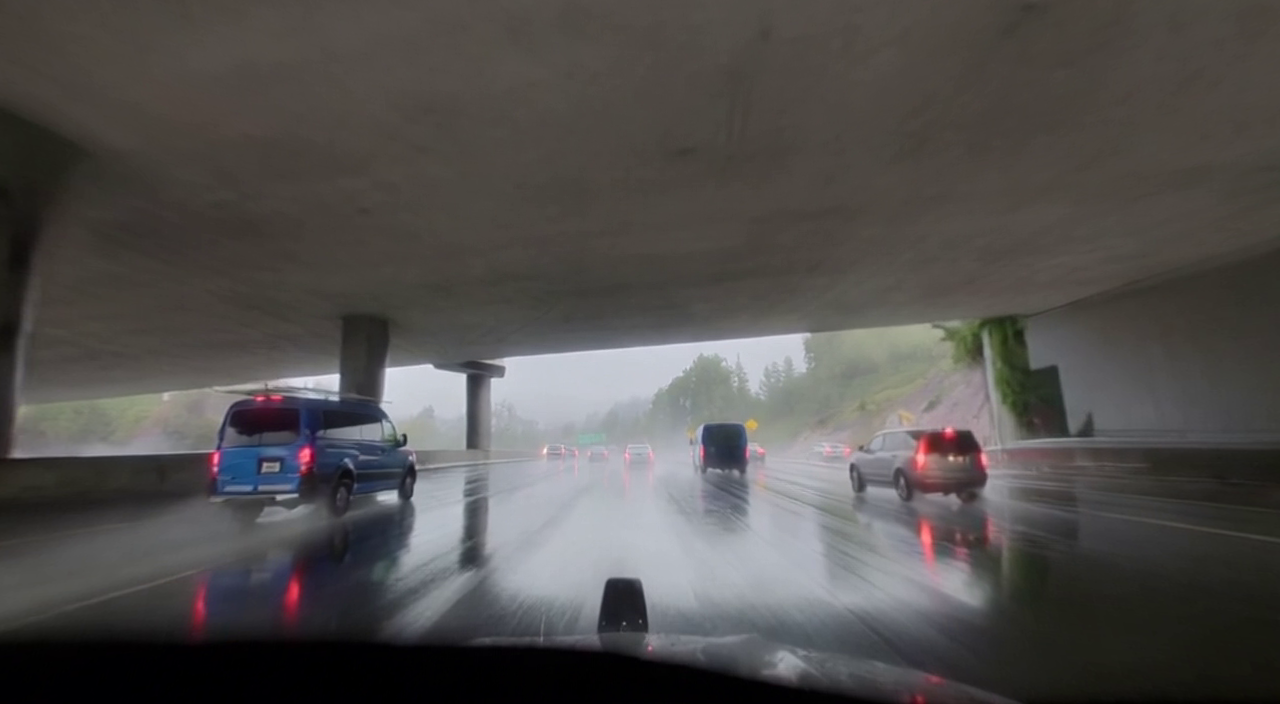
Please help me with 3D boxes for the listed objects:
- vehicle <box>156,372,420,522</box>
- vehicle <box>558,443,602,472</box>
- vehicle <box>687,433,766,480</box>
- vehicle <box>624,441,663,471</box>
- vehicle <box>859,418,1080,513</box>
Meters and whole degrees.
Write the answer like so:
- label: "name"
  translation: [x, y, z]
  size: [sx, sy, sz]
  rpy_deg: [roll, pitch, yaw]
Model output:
- label: "vehicle"
  translation: [-7.512, 2.185, 14.707]
  size: [2.336, 2.708, 6.421]
  rpy_deg: [0, -8, 1]
- label: "vehicle"
  translation: [-3.280, 5.878, 35.384]
  size: [1.970, 1.483, 4.071]
  rpy_deg: [0, -8, 2]
- label: "vehicle"
  translation: [3.707, 4.665, 28.407]
  size: [2.777, 1.895, 5.710]
  rpy_deg: [0, -8, 0]
- label: "vehicle"
  translation: [0.189, 5.996, 36.653]
  size: [2.115, 1.617, 4.102]
  rpy_deg: [0, -8, 0]
- label: "vehicle"
  translation: [7.482, 2.653, 15.306]
  size: [2.304, 1.840, 5.706]
  rpy_deg: [0, -8, 0]
